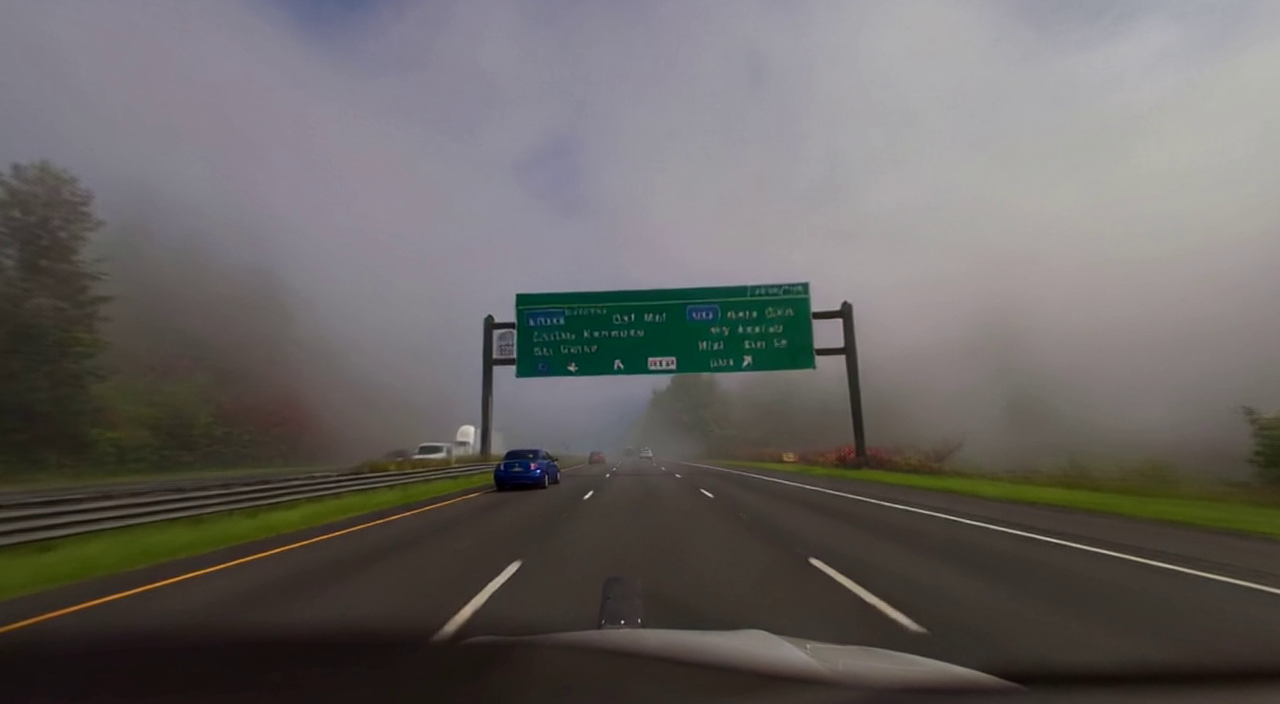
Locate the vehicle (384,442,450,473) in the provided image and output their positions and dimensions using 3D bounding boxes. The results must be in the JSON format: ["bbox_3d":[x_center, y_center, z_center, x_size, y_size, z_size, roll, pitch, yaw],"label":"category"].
[{"bbox_3d":[-11.778,5.589,33.627,1.925,1.519,4.505,0,-9,0],"label":"vehicle"}]

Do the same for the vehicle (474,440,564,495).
[{"bbox_3d":[-3.800,3.721,20.612,2.028,1.584,4.481,0,-9,0],"label":"vehicle"}]
